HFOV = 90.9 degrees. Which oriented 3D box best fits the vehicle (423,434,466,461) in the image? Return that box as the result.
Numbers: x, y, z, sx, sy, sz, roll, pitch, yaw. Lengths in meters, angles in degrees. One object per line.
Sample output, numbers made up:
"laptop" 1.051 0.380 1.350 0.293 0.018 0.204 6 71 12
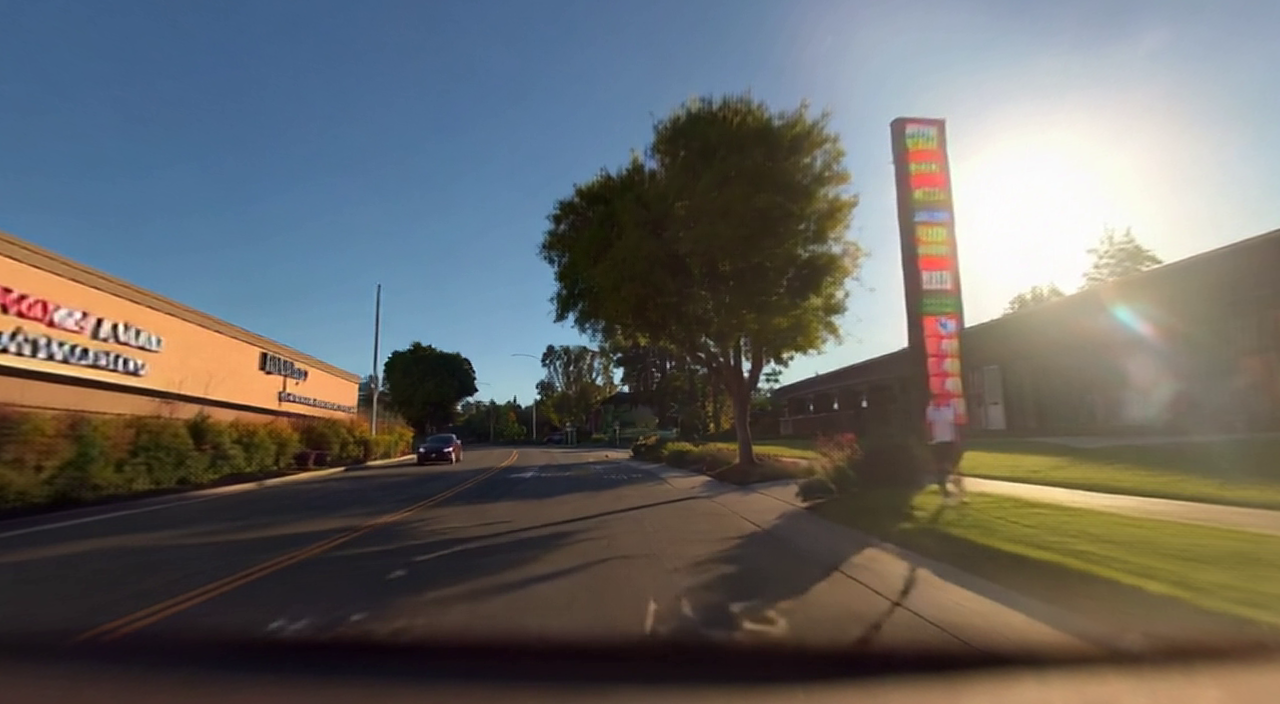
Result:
"vehicle" -11.392 5.550 36.899 1.912 1.500 3.772 1 -8 -10
